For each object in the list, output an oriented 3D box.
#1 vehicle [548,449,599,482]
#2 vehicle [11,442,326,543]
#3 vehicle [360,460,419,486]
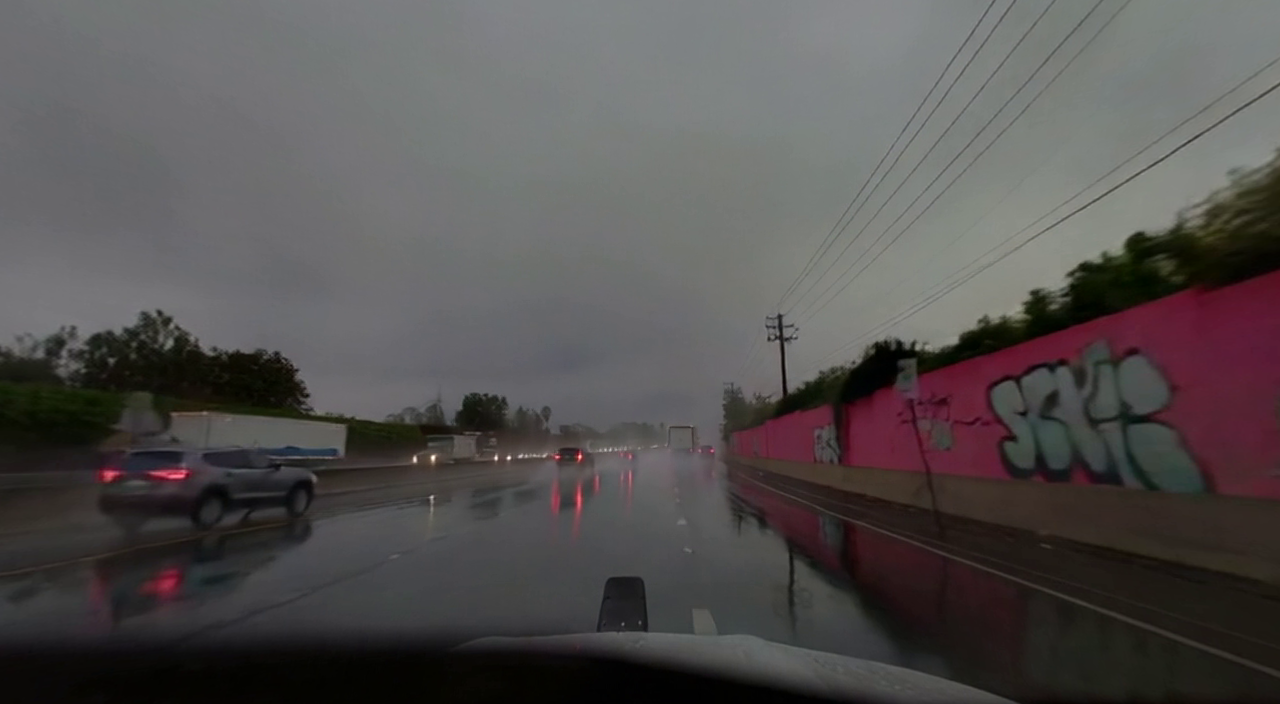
[{"bbox_3d":[-3.371,5.834,32.714,1.966,1.565,3.766,-1,-9,4],"label":"vehicle"},{"bbox_3d":[-8.394,2.521,12.025,2.142,1.503,4.767,-1,-9,3],"label":"vehicle"},{"bbox_3d":[-15.068,7.277,38.075,1.789,1.390,3.746,-1,-9,4],"label":"vehicle"}]
